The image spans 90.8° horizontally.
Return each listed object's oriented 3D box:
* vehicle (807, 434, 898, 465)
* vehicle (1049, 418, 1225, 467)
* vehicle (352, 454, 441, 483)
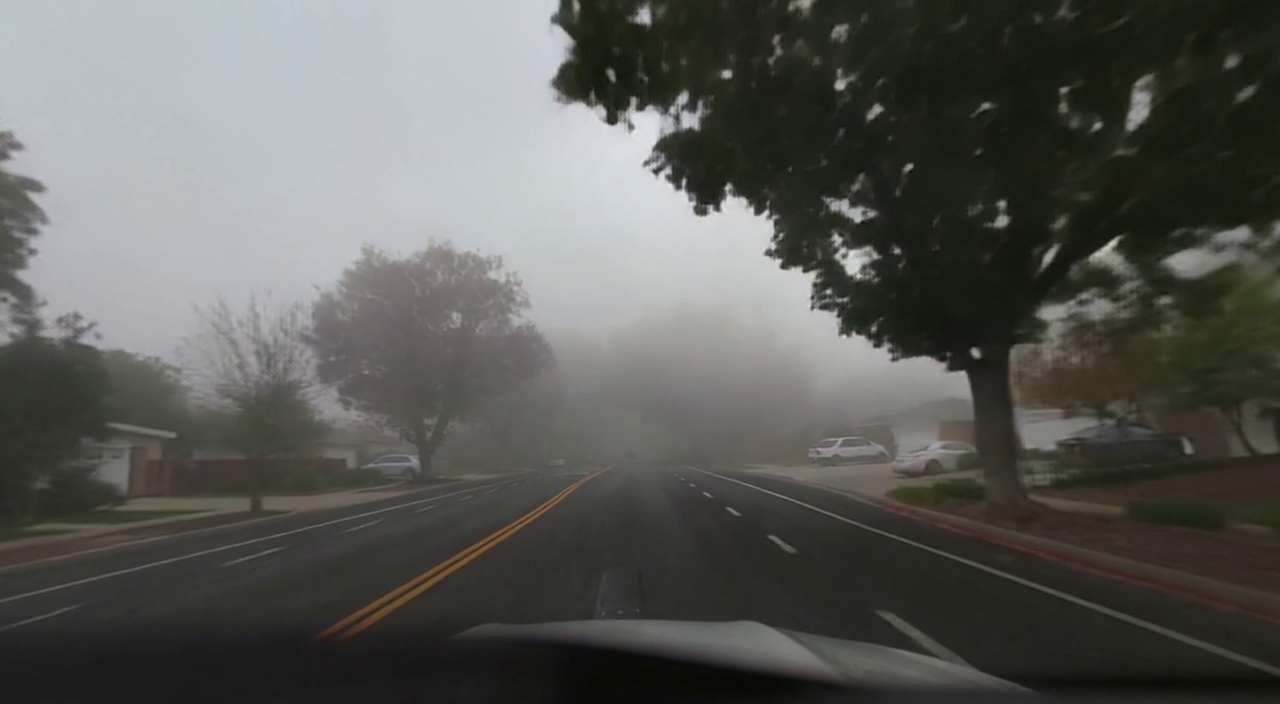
[{"bbox_3d":[11.985,5.509,35.745,4.392,1.685,1.959,0,-9,-4],"label":"vehicle"},{"bbox_3d":[16.880,3.148,21.686,1.867,1.390,4.234,2,-10,-34],"label":"vehicle"},{"bbox_3d":[-15.657,7.467,40.725,4.859,1.780,2.031,-1,-9,2],"label":"vehicle"}]
